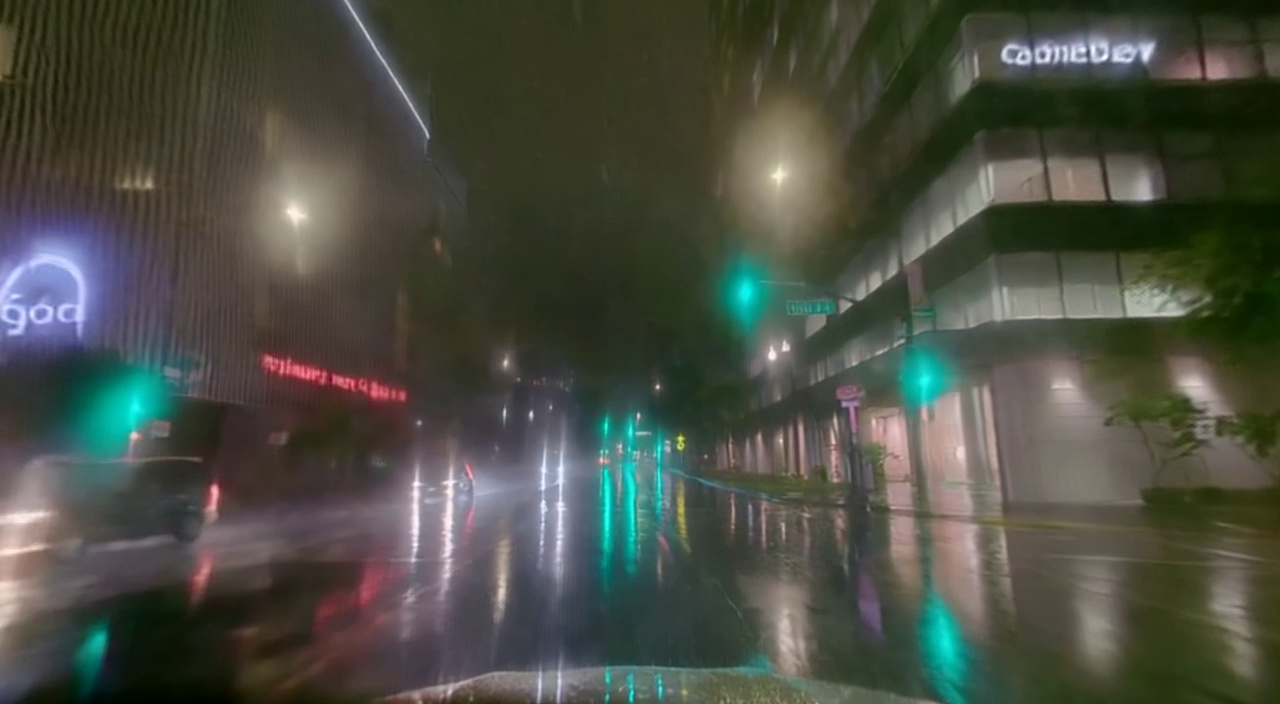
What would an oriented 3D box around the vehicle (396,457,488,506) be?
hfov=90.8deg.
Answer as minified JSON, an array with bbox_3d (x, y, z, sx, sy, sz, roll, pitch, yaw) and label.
[{"bbox_3d":[-6.990,4.590,22.781,1.897,1.537,3.770,-1,-8,4],"label":"vehicle"}]

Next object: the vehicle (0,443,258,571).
[{"bbox_3d":[-10.473,2.756,12.376,2.329,1.900,5.588,0,-8,2],"label":"vehicle"}]

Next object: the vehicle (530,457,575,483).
[{"bbox_3d":[-5.931,8.045,43.368,2.037,1.563,4.754,-1,-9,4],"label":"vehicle"}]
